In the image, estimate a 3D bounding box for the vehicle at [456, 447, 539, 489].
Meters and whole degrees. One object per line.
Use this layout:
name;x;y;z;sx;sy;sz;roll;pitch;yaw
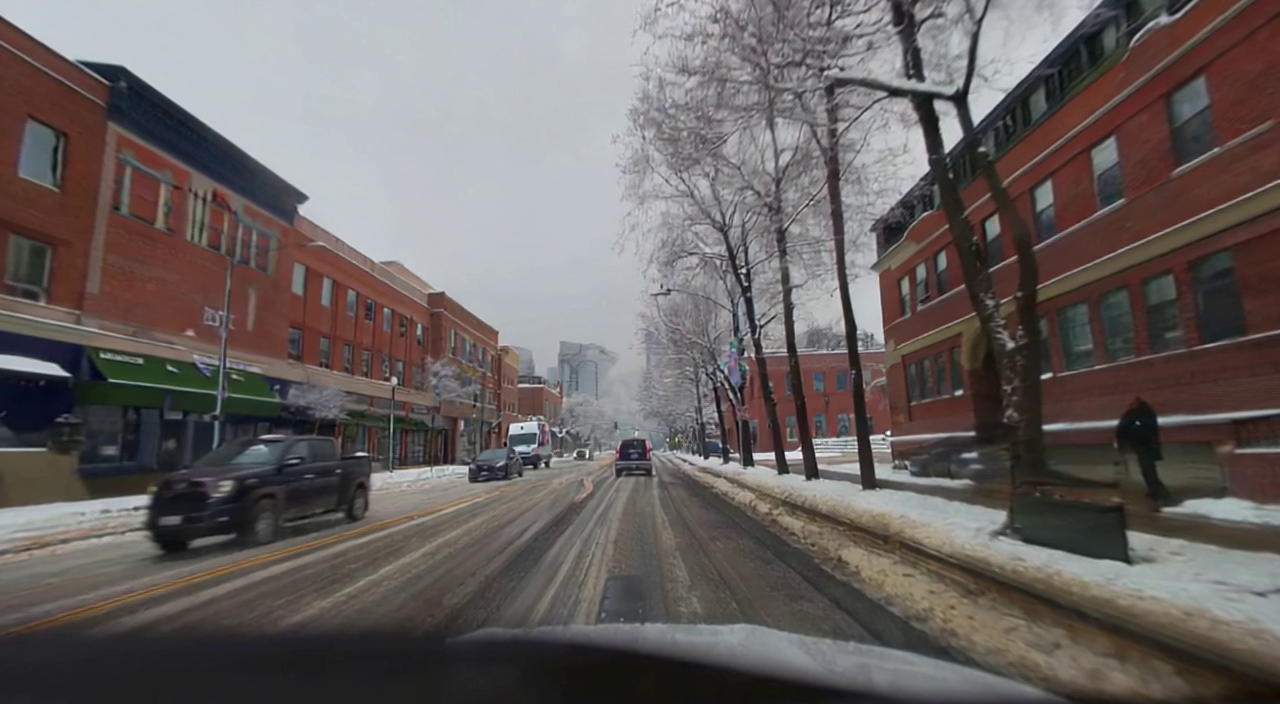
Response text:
vehicle;-5.541;4.559;25.193;2.039;1.484;4.391;-1;-9;4

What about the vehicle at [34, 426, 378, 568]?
vehicle;-6.125;2.063;9.778;2.100;1.678;4.298;-1;-9;3

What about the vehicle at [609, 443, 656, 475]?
vehicle;-0.362;5.759;34.209;2.356;1.572;4.810;0;-9;0

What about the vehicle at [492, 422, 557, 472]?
vehicle;-7.513;6.328;42.109;2.754;3.065;7.103;0;-9;2
